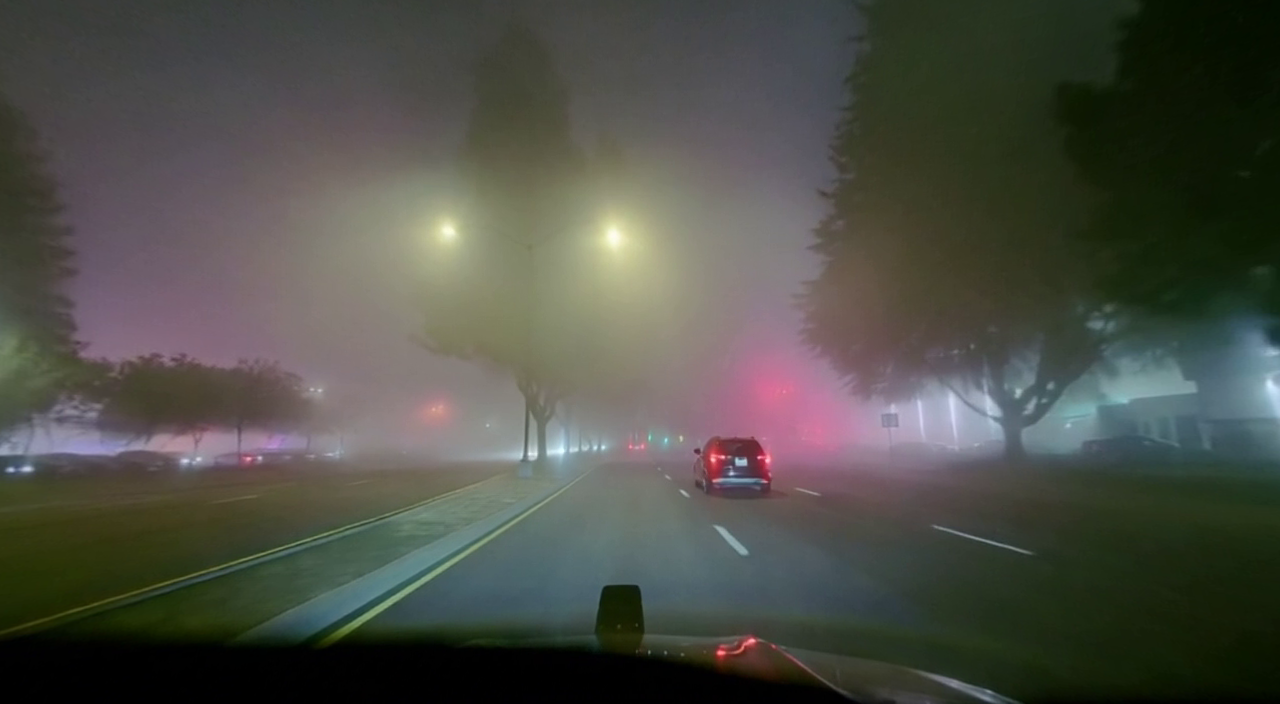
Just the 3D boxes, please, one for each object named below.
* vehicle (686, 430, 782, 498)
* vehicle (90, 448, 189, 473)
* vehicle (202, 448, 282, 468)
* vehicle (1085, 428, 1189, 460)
[{"bbox_3d":[2.507,3.119,18.012,1.963,1.677,4.229,0,-8,-2],"label":"vehicle"},{"bbox_3d":[-29.531,6.390,37.330,4.215,1.415,1.843,0,-8,-1],"label":"vehicle"},{"bbox_3d":[-30.034,7.998,47.766,4.671,1.472,2.076,0,-8,2],"label":"vehicle"},{"bbox_3d":[32.122,5.971,40.943,4.867,1.962,2.172,0,-8,1],"label":"vehicle"}]
